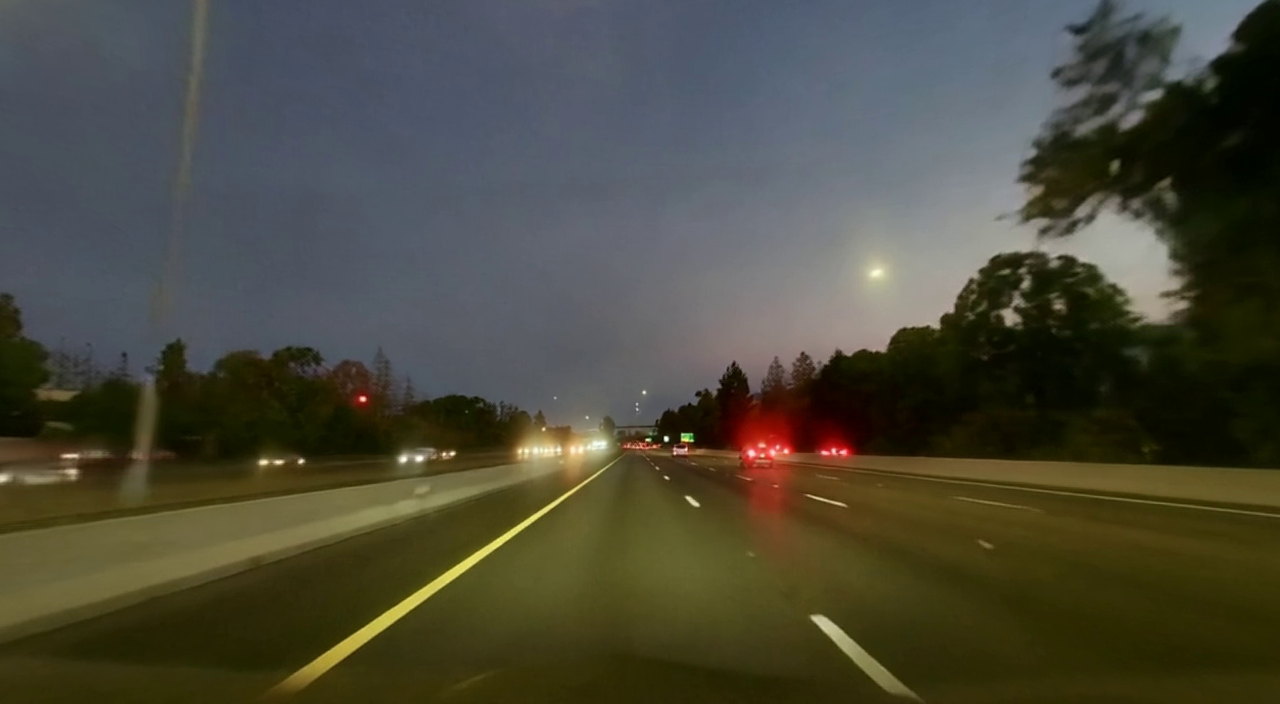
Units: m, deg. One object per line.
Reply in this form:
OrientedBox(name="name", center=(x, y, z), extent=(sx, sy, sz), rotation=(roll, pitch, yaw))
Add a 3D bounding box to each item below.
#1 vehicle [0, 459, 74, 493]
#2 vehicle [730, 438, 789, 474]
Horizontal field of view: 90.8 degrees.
OrientedBox(name="vehicle", center=(-33.531, 6.583, 33.735), extent=(2.222, 1.647, 4.871), rotation=(0, -9, -4))
OrientedBox(name="vehicle", center=(6.038, 5.304, 32.434), extent=(2.030, 1.706, 4.279), rotation=(0, -9, -2))
